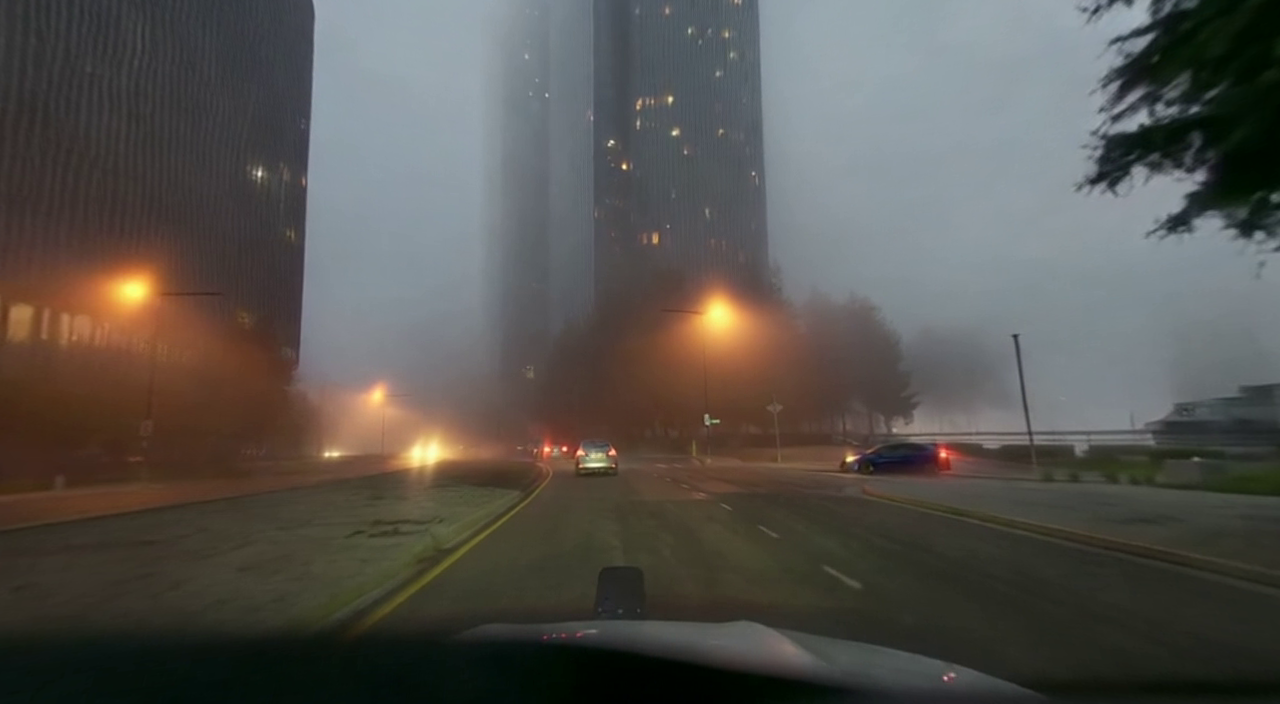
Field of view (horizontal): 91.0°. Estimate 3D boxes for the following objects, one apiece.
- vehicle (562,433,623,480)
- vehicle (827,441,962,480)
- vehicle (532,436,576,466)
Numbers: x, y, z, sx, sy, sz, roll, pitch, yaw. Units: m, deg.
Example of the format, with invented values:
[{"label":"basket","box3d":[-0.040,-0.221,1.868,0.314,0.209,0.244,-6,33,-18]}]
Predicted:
[{"label":"vehicle","box3d":[-1.865,4.064,24.818,2.183,1.675,4.319,1,-8,-4]},{"label":"vehicle","box3d":[10.295,4.419,25.819,4.645,1.505,2.100,-1,-8,5]},{"label":"vehicle","box3d":[-5.374,6.089,38.993,2.121,1.728,4.161,2,-9,-15]}]
